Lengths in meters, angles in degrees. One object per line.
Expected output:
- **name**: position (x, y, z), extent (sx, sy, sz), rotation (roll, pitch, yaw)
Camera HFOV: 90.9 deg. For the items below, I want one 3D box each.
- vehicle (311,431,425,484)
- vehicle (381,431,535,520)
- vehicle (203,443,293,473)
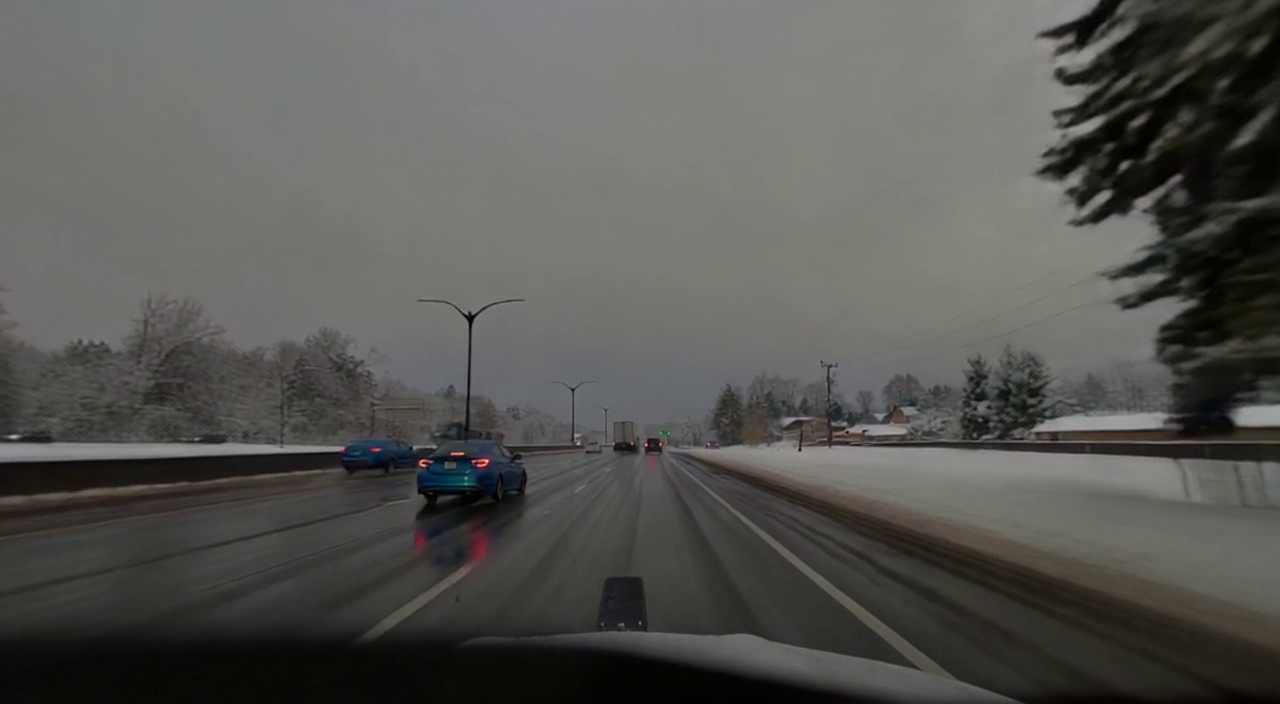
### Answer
- **vehicle**: position (-10.253, 3.994, 24.317), extent (2.044, 1.810, 5.016), rotation (-1, -8, 2)
- **vehicle**: position (-3.476, 2.417, 12.854), extent (1.953, 1.511, 3.704), rotation (-1, -8, 1)
- **vehicle**: position (-22.429, 6.067, 36.366), extent (1.928, 1.563, 4.820), rotation (-1, -8, 3)
